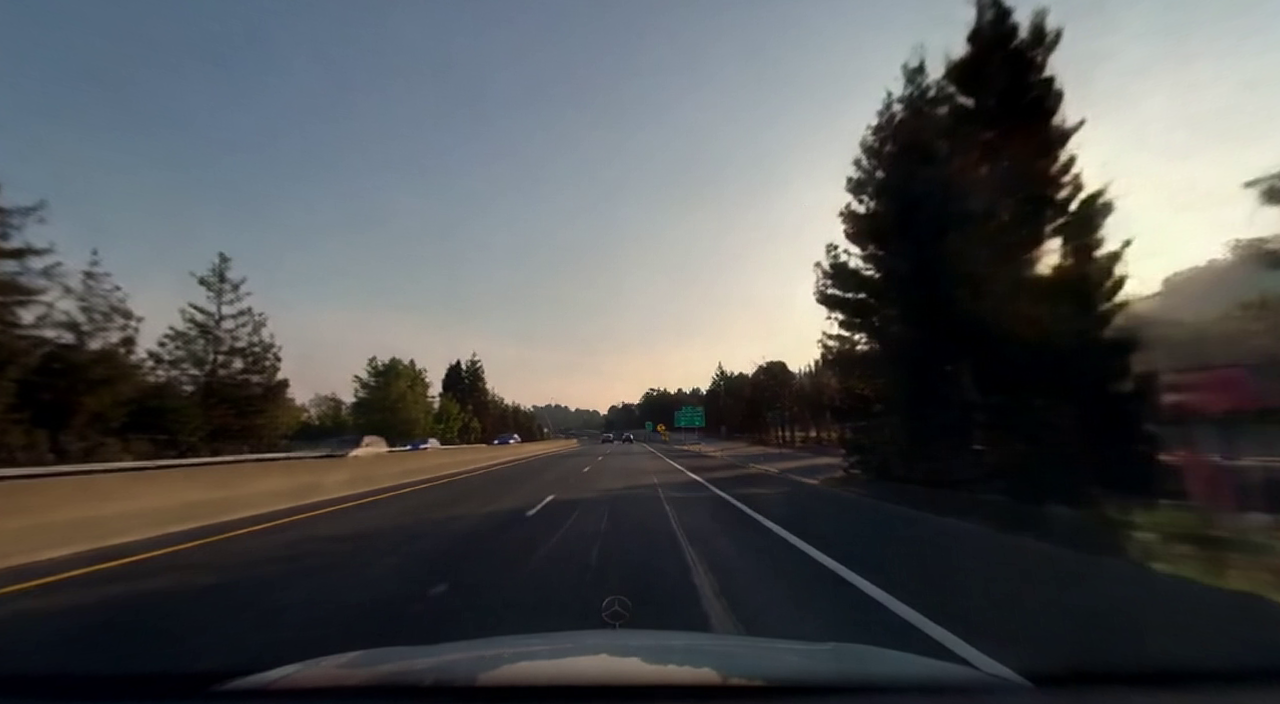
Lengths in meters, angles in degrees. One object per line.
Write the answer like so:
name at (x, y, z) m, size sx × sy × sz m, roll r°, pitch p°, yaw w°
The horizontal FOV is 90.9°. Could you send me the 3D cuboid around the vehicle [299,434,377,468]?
vehicle at (-13.963, 4.574, 29.408) m, size 1.675 × 1.473 × 3.910 m, roll 0°, pitch -8°, yaw 0°
